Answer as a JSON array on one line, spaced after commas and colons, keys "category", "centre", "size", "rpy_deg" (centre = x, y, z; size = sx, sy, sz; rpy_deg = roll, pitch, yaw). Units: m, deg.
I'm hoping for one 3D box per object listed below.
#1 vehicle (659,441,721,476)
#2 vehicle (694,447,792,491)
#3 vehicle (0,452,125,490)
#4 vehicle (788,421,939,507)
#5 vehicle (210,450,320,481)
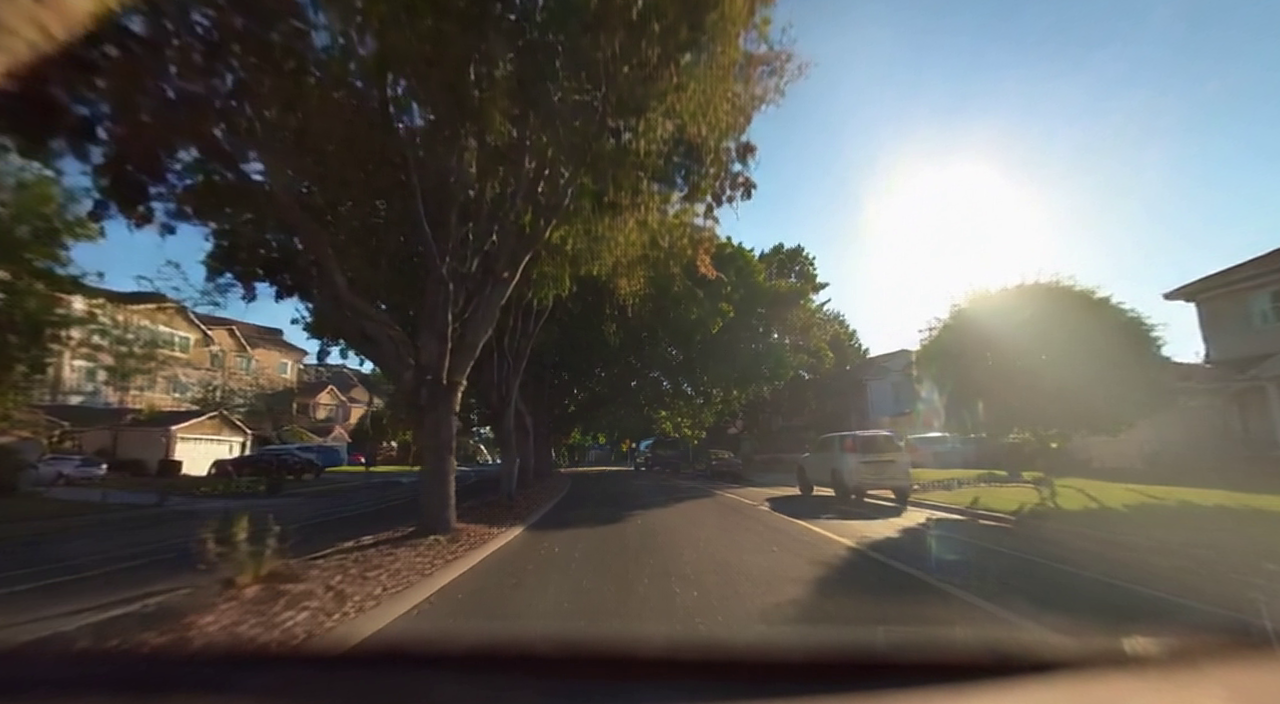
[{"category": "vehicle", "centre": [3.166, 7.017, 41.924], "size": [2.670, 2.085, 6.775], "rpy_deg": [1, -9, -8]}, {"category": "vehicle", "centre": [4.380, 5.093, 27.978], "size": [2.713, 1.671, 4.939], "rpy_deg": [1, -8, -10]}, {"category": "vehicle", "centre": [-25.764, 5.226, 27.924], "size": [3.977, 1.501, 2.143], "rpy_deg": [0, -8, -5]}, {"category": "vehicle", "centre": [6.149, 3.146, 18.203], "size": [2.305, 2.111, 4.965], "rpy_deg": [0, -9, -3]}, {"category": "vehicle", "centre": [-19.658, 5.963, 33.323], "size": [4.502, 1.511, 1.939], "rpy_deg": [2, -9, -12]}]
